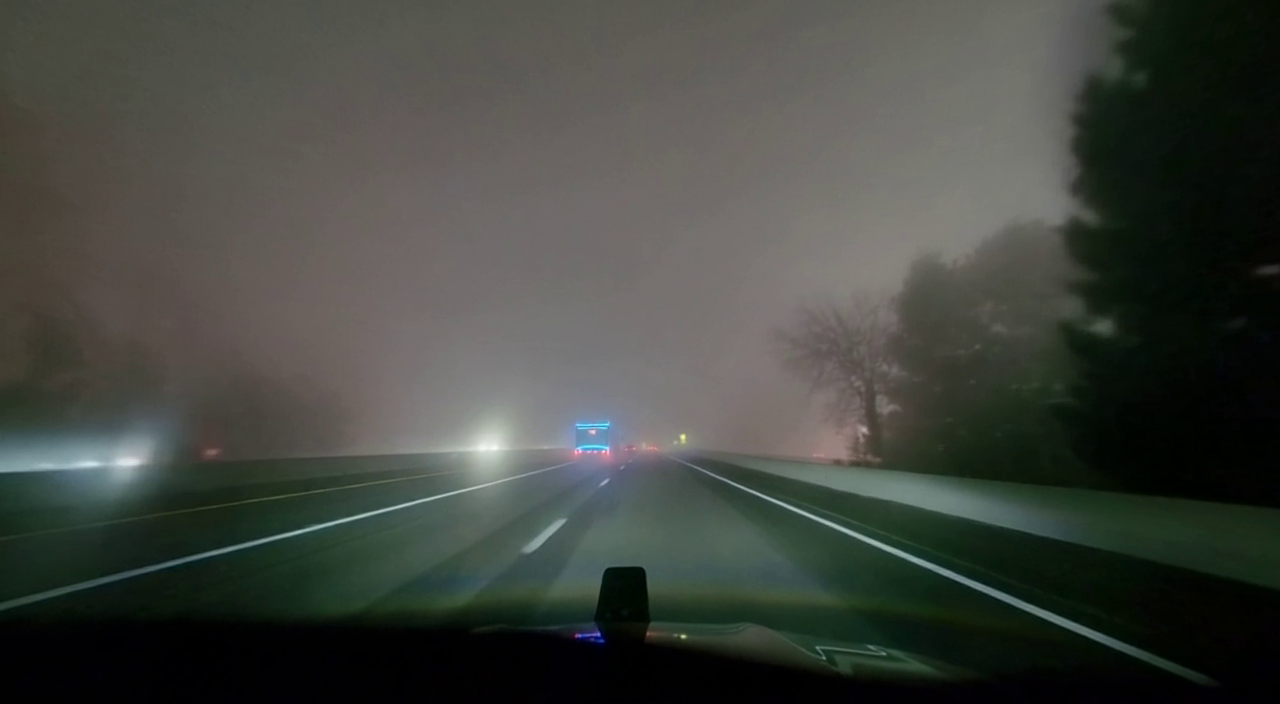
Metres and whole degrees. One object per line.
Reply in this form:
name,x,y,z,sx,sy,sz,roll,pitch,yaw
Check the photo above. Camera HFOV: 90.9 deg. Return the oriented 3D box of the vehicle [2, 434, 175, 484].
vehicle,-19.619,3.810,22.784,1.918,1.593,4.638,0,-8,2
